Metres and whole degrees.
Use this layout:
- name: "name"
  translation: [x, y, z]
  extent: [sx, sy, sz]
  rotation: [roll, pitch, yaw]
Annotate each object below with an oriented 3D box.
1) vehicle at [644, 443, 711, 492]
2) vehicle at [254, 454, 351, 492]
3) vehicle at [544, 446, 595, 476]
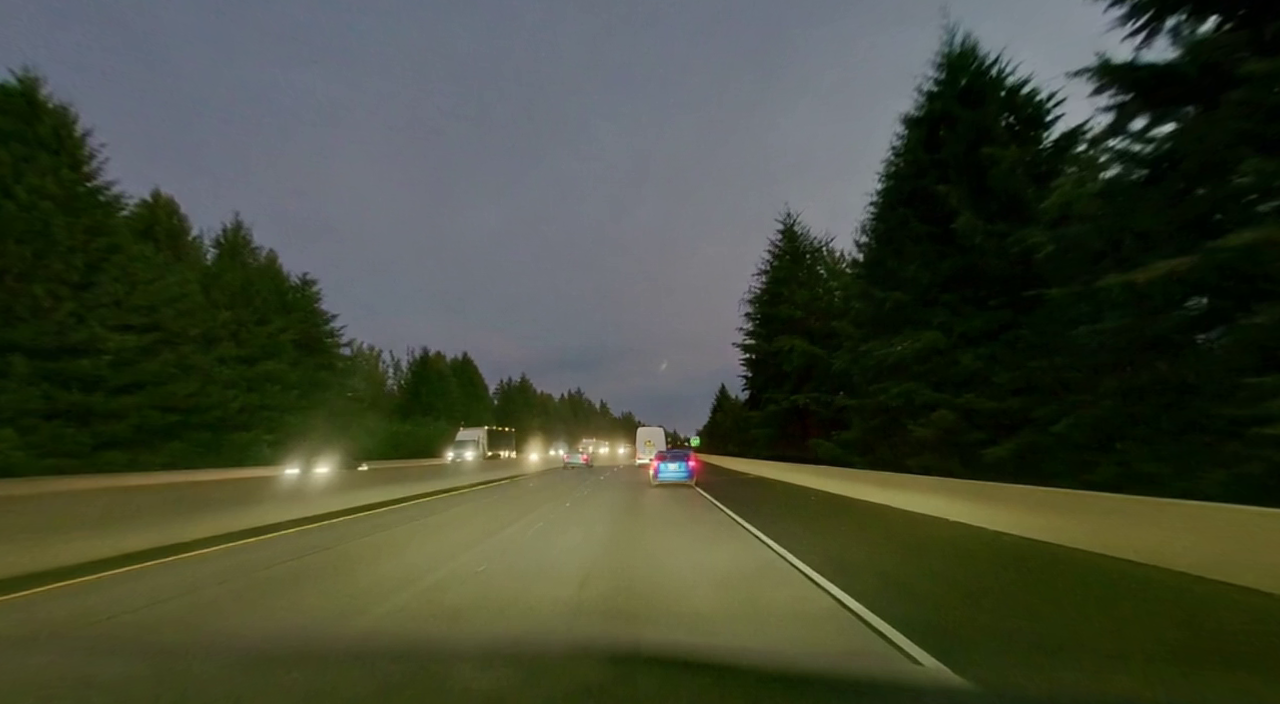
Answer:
- name: "vehicle"
  translation: [1.161, 3.810, 21.074]
  extent: [2.012, 1.485, 3.649]
  rotation: [0, -9, 0]
- name: "vehicle"
  translation: [-15.146, 5.434, 28.620]
  extent: [1.829, 1.492, 4.389]
  rotation: [-1, -9, 2]
- name: "vehicle"
  translation: [-3.713, 5.839, 34.002]
  extent: [2.100, 1.514, 4.794]
  rotation: [0, -9, 1]
